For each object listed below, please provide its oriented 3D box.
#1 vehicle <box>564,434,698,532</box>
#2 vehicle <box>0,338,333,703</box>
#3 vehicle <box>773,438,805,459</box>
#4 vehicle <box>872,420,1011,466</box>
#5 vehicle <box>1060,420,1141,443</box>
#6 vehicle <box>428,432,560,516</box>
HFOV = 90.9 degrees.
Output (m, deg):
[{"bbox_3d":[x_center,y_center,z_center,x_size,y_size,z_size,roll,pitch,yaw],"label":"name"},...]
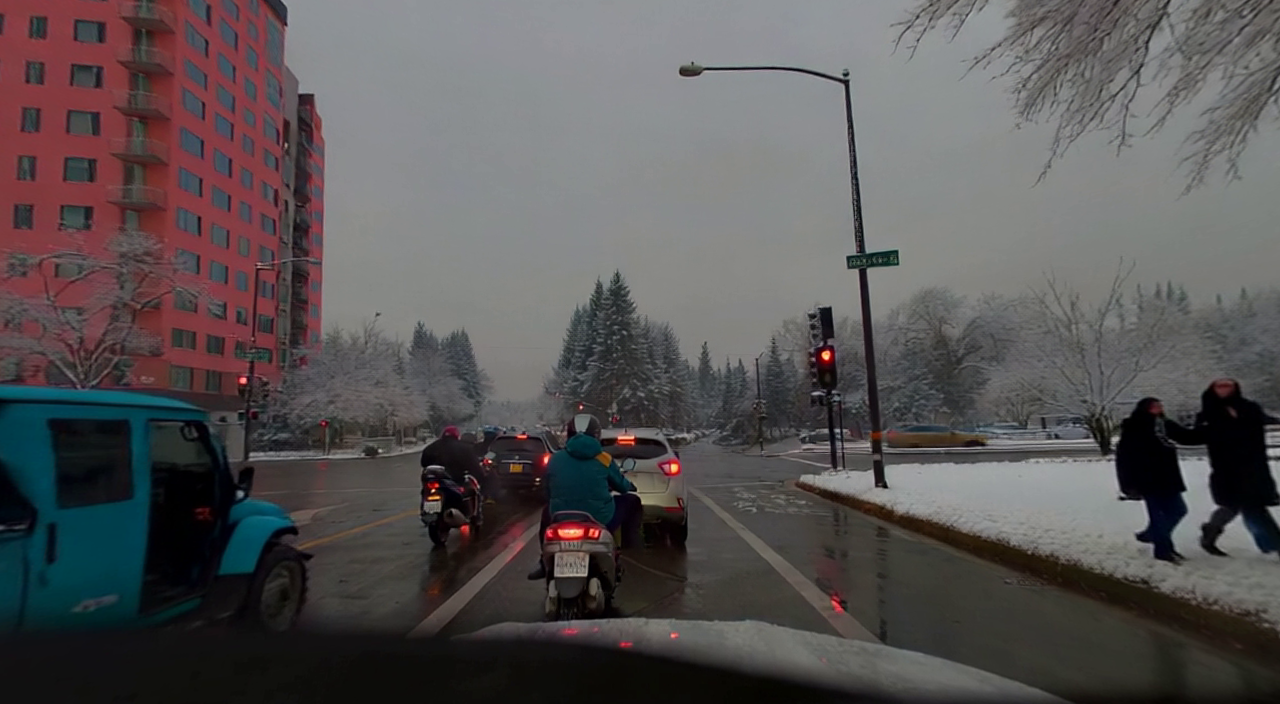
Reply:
[{"bbox_3d":[-0.102,2.295,11.618,2.025,1.458,4.085,-1,-9,1],"label":"vehicle"},{"bbox_3d":[-3.607,0.898,2.795,2.000,1.809,4.855,0,-9,0],"label":"vehicle"},{"bbox_3d":[11.494,7.397,48.366,1.862,1.456,4.661,-3,-9,19],"label":"vehicle"},{"bbox_3d":[13.035,3.996,27.609,5.226,1.840,2.016,-4,-9,22],"label":"vehicle"},{"bbox_3d":[30.774,5.343,42.179,1.751,1.420,4.027,8,-12,-42],"label":"vehicle"},{"bbox_3d":[-3.123,2.705,14.438,1.935,1.615,4.073,-1,-9,2],"label":"vehicle"}]
